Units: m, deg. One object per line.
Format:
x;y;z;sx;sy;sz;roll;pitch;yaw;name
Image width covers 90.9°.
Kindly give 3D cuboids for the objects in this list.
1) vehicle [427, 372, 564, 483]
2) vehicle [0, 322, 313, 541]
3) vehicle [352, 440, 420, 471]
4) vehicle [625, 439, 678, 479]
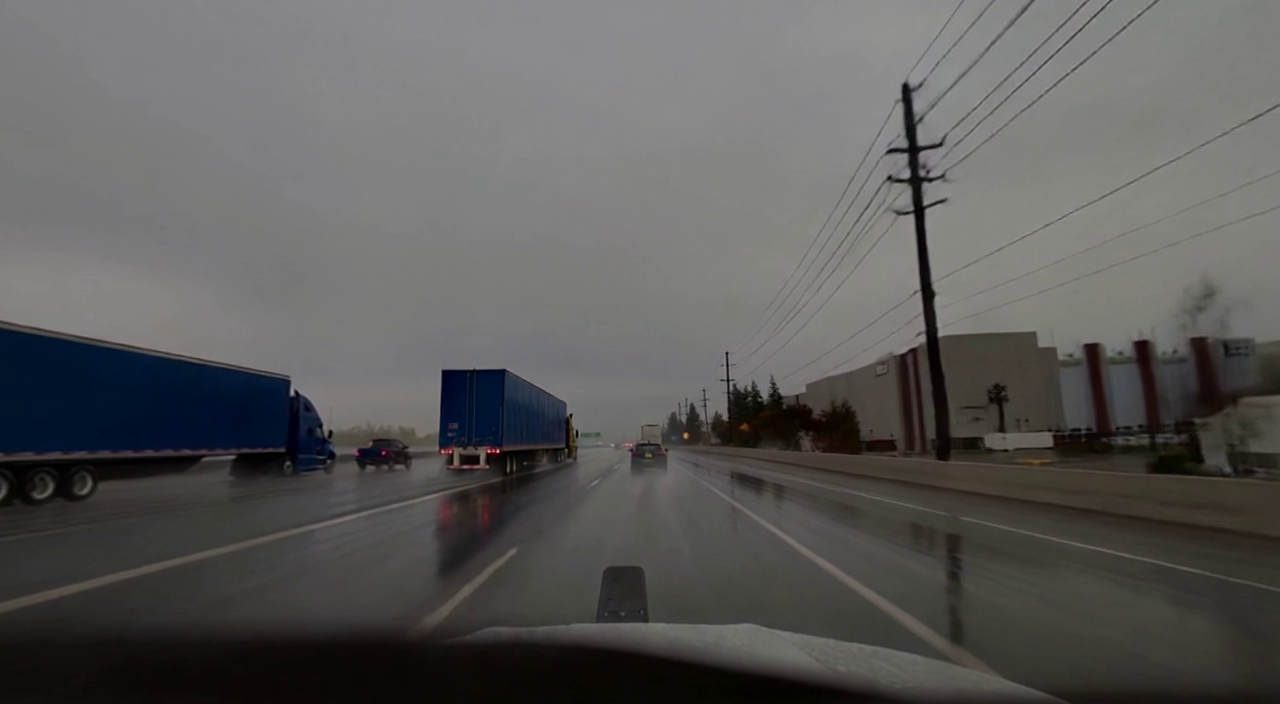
-6.267;3.919;31.047;2.907;4.081;15.311;0;-8;1;vehicle
-10.640;1.686;12.700;2.896;3.140;9.491;0;-8;1;vehicle
-14.566;5.946;36.451;1.938;1.679;4.469;0;-8;1;vehicle
0.450;4.468;26.536;2.055;1.514;4.323;0;-8;0;vehicle
